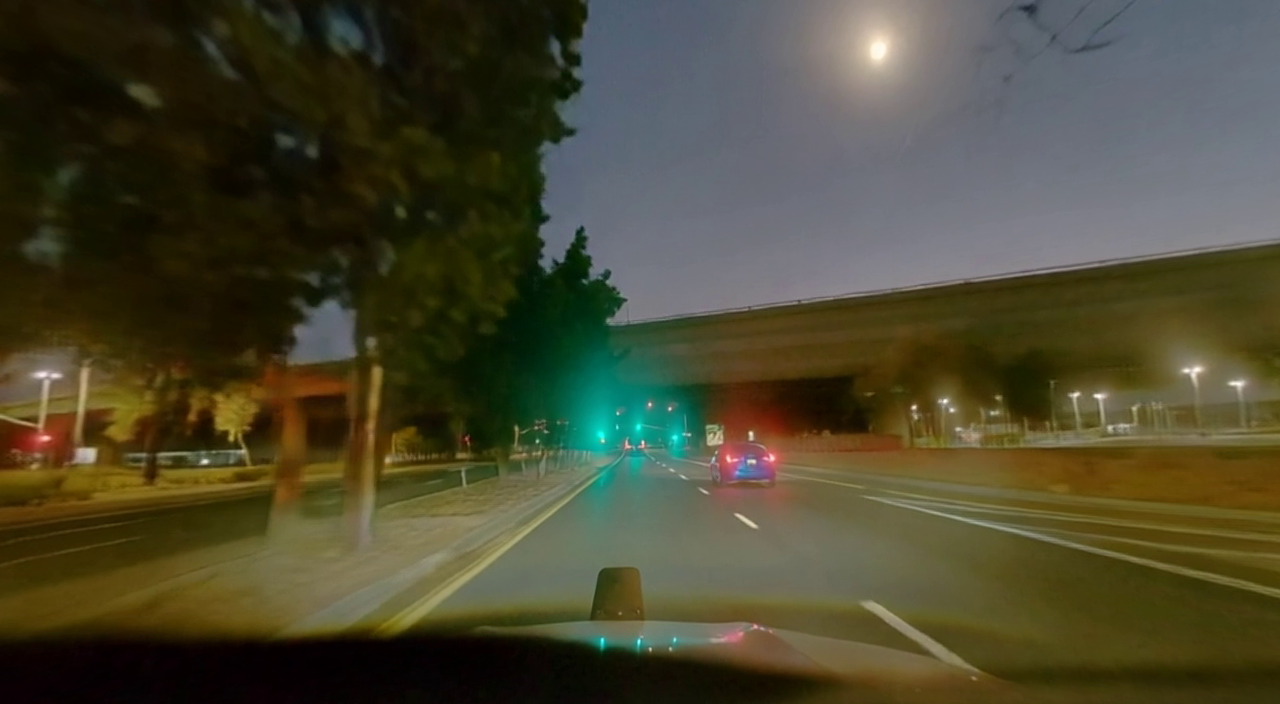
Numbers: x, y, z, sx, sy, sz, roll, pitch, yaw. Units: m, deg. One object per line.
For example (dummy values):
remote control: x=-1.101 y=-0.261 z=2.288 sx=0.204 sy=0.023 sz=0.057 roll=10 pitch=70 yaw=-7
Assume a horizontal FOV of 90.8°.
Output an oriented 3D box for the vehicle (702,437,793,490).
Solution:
vehicle: x=3.305 y=3.546 z=20.420 sx=2.062 sy=1.484 sz=4.332 roll=-1 pitch=-8 yaw=-1
